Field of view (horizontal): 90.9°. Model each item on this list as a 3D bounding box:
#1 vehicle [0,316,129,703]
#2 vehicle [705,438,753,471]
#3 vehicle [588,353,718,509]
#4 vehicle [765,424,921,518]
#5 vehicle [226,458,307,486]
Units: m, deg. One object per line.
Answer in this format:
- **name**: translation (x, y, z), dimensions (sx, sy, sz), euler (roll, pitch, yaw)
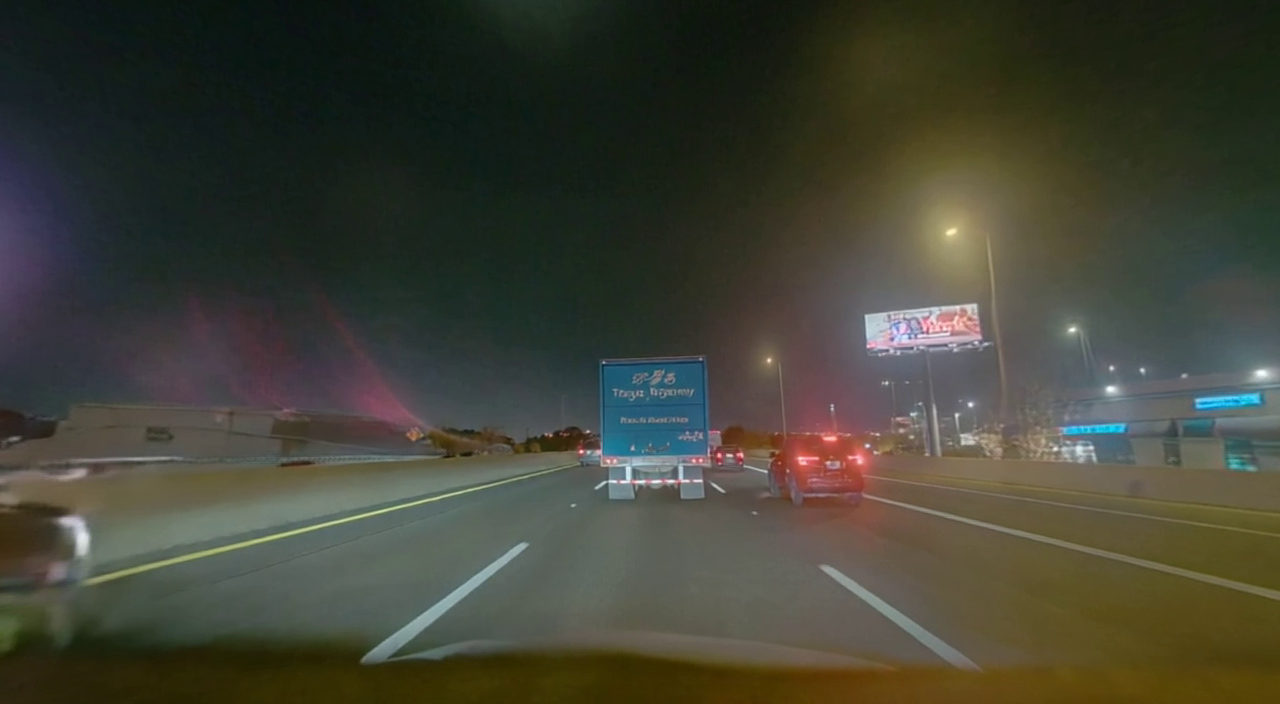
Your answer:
- **vehicle**: translation (-3.404, 0.537, 0.595), dimensions (2.133, 1.808, 4.349), euler (0, -8, 0)
- **vehicle**: translation (4.851, 5.684, 35.137), dimensions (2.066, 1.692, 4.339), euler (0, -8, 0)
- **vehicle**: translation (0.354, 2.289, 17.700), dimensions (2.733, 3.296, 8.571), euler (0, -8, 1)
- **vehicle**: translation (4.198, 2.517, 13.894), dimensions (1.986, 1.718, 4.296), euler (0, -8, 0)
- **vehicle**: translation (-23.296, 7.497, 39.603), dimensions (1.805, 1.515, 4.657), euler (-1, -8, 8)
